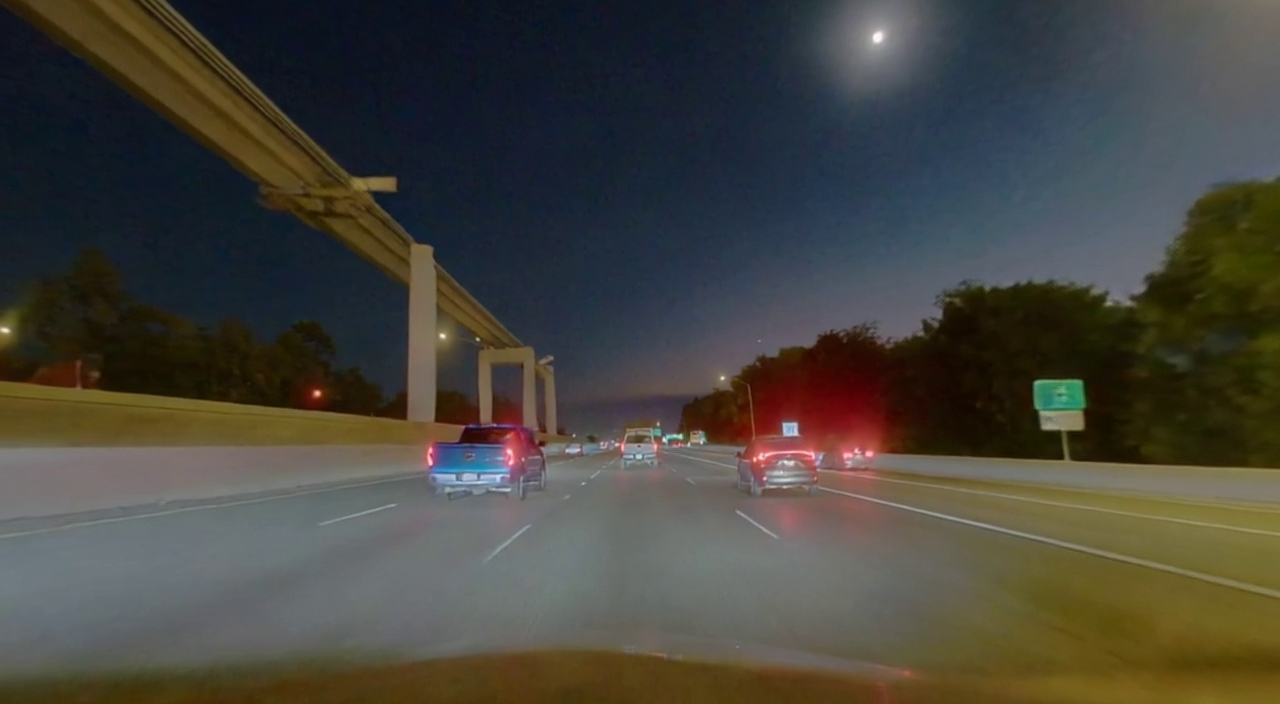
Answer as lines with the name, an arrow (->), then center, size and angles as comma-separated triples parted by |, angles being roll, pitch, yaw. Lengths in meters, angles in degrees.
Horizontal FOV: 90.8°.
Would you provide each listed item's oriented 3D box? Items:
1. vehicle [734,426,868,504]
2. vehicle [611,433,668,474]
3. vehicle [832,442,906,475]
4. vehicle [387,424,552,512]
vehicle -> 3.748, 2.733, 15.554 | 2.119, 1.653, 4.000 | 0, -9, -2
vehicle -> -0.026, 5.033, 31.526 | 2.572, 1.837, 5.693 | 0, -9, 0
vehicle -> 11.092, 5.184, 30.948 | 1.961, 1.480, 4.331 | 0, -9, -1
vehicle -> -3.691, 2.674, 14.966 | 2.535, 1.715, 5.030 | 0, -9, 0
